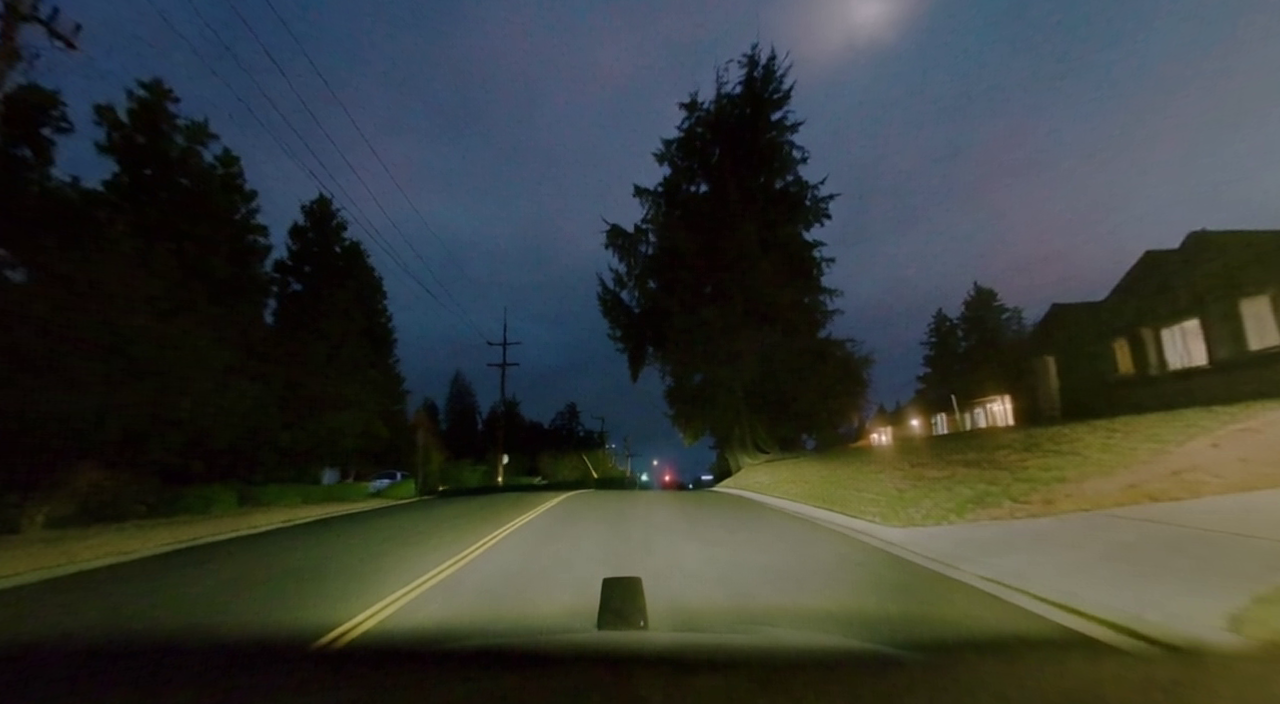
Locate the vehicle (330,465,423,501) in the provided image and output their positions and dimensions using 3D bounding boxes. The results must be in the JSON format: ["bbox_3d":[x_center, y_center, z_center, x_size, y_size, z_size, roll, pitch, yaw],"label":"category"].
[{"bbox_3d":[-16.623,8.309,40.314,2.301,2.081,6.706,-3,-11,8],"label":"vehicle"}]
